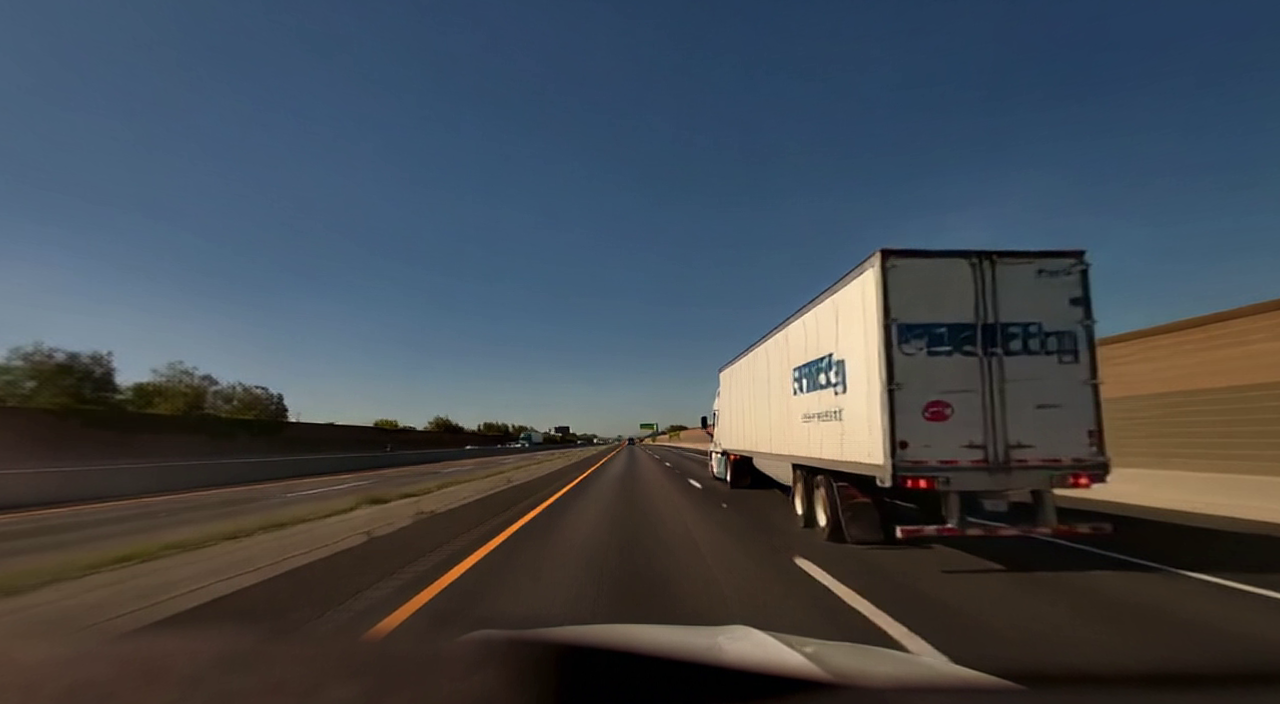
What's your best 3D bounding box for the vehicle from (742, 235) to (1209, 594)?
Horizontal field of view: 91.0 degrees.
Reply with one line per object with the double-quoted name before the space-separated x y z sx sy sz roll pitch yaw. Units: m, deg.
"vehicle" 3.509 0.994 9.208 2.702 3.193 7.196 0 -8 -1
